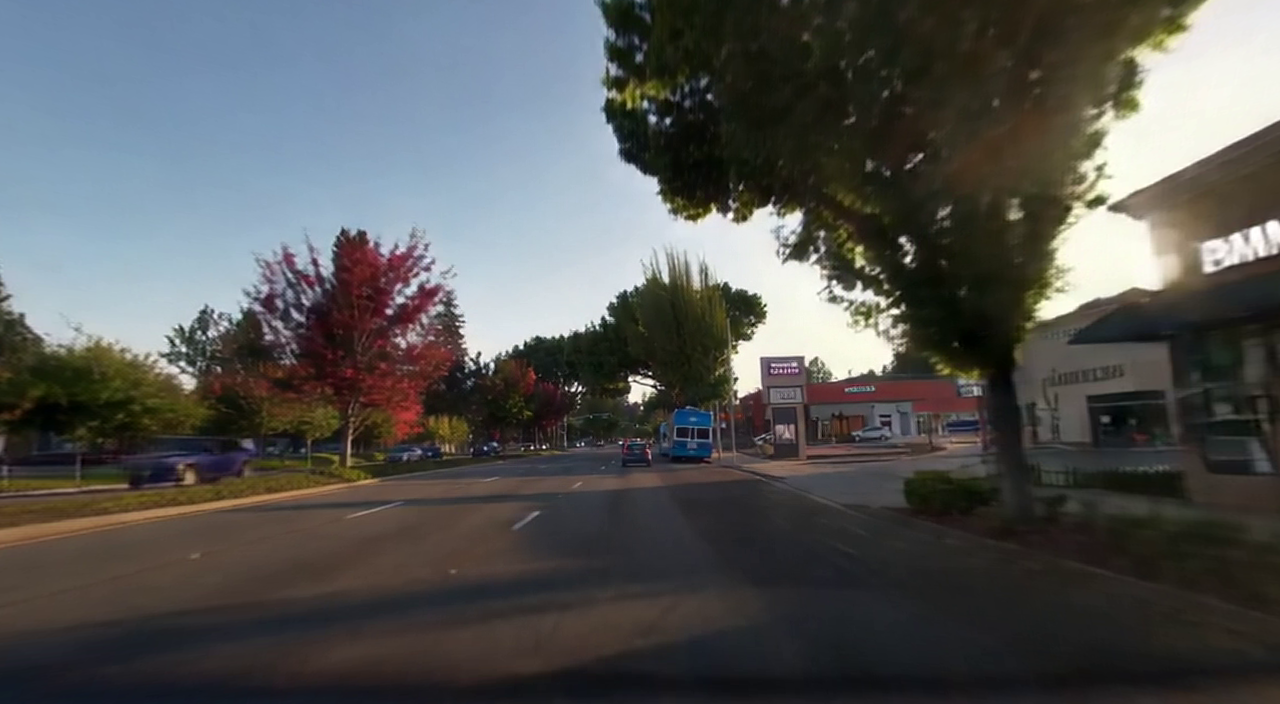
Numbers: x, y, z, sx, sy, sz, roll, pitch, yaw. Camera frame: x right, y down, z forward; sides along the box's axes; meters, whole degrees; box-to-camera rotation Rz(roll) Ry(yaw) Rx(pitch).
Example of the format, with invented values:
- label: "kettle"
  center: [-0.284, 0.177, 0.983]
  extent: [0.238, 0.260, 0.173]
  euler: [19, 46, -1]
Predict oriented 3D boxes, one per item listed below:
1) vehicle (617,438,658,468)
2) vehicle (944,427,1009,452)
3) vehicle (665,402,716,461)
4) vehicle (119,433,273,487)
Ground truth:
- label: "vehicle"
  center: [-0.184, 5.544, 34.729]
  extent: [2.103, 1.506, 4.742]
  euler: [0, -9, -2]
- label: "vehicle"
  center: [24.611, 6.339, 46.133]
  extent: [4.430, 1.659, 1.905]
  euler: [3, -8, -28]
- label: "vehicle"
  center: [3.542, 5.929, 46.425]
  extent: [2.896, 3.921, 8.415]
  euler: [0, -9, -1]
- label: "vehicle"
  center: [-15.233, 3.720, 22.093]
  extent: [2.041, 1.685, 4.571]
  euler: [0, -9, 0]
